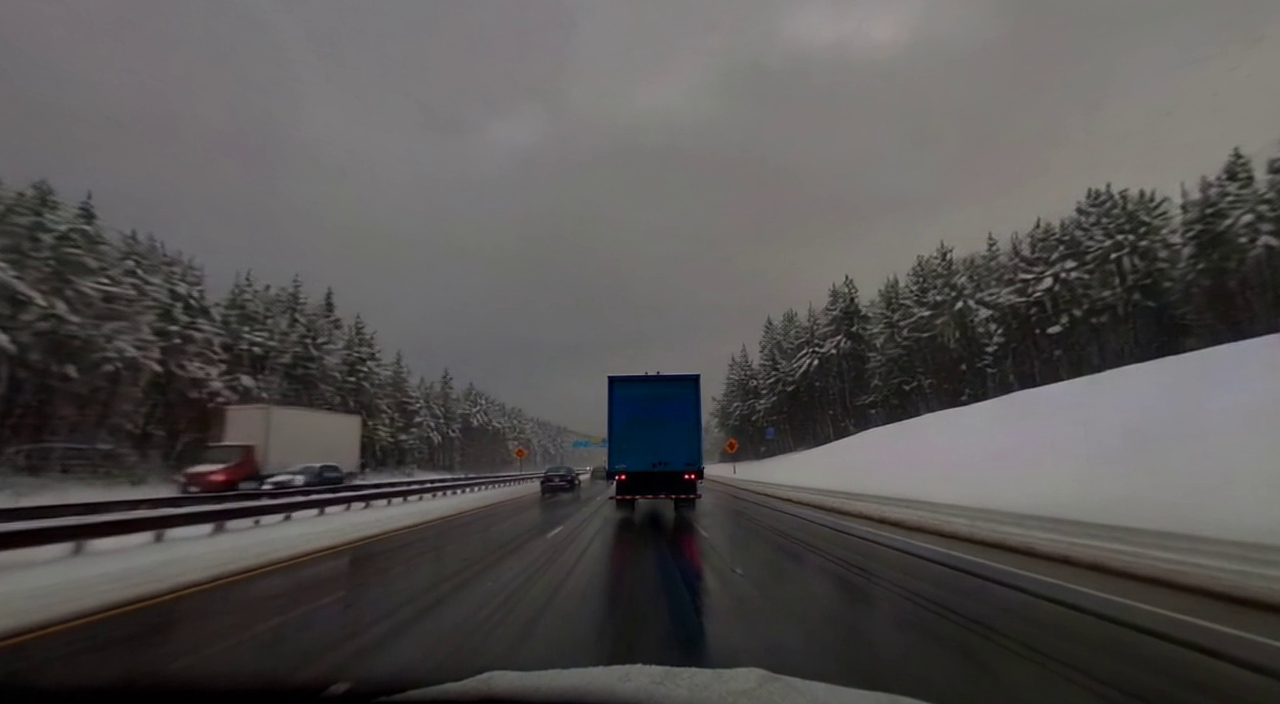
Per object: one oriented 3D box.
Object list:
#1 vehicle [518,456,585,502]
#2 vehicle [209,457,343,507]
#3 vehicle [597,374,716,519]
[{"bbox_3d":[-3.491,5.168,25.866,2.076,1.691,4.555,1,-10,0],"label":"vehicle"},{"bbox_3d":[-12.757,4.583,22.503,1.949,1.533,4.662,1,-10,0],"label":"vehicle"},{"bbox_3d":[0.384,3.263,20.921,3.008,3.678,9.512,1,-10,0],"label":"vehicle"}]
